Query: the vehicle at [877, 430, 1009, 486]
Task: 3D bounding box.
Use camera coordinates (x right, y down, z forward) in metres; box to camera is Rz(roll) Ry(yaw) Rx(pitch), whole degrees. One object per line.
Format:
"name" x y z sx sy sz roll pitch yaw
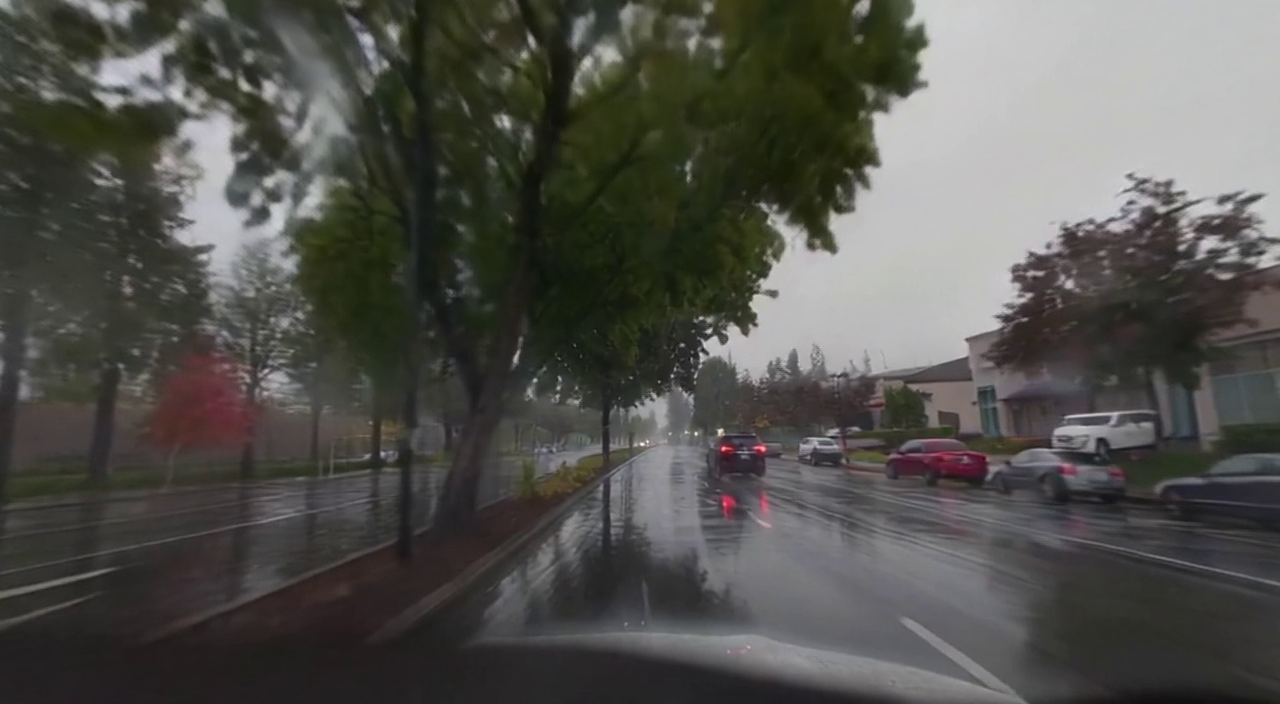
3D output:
"vehicle" 10.688 3.784 22.792 2.247 1.799 5.025 0 -8 -1

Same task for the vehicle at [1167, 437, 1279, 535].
"vehicle" 10.532 1.962 9.162 1.853 1.458 4.480 0 -8 0

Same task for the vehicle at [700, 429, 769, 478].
"vehicle" 3.870 4.250 26.621 2.183 1.845 4.482 0 -8 -1

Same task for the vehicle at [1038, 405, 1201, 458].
"vehicle" 19.650 3.370 26.337 2.175 1.965 5.909 0 -8 0

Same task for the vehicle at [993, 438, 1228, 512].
"vehicle" 10.742 2.808 14.983 1.893 1.467 4.760 0 -8 0
